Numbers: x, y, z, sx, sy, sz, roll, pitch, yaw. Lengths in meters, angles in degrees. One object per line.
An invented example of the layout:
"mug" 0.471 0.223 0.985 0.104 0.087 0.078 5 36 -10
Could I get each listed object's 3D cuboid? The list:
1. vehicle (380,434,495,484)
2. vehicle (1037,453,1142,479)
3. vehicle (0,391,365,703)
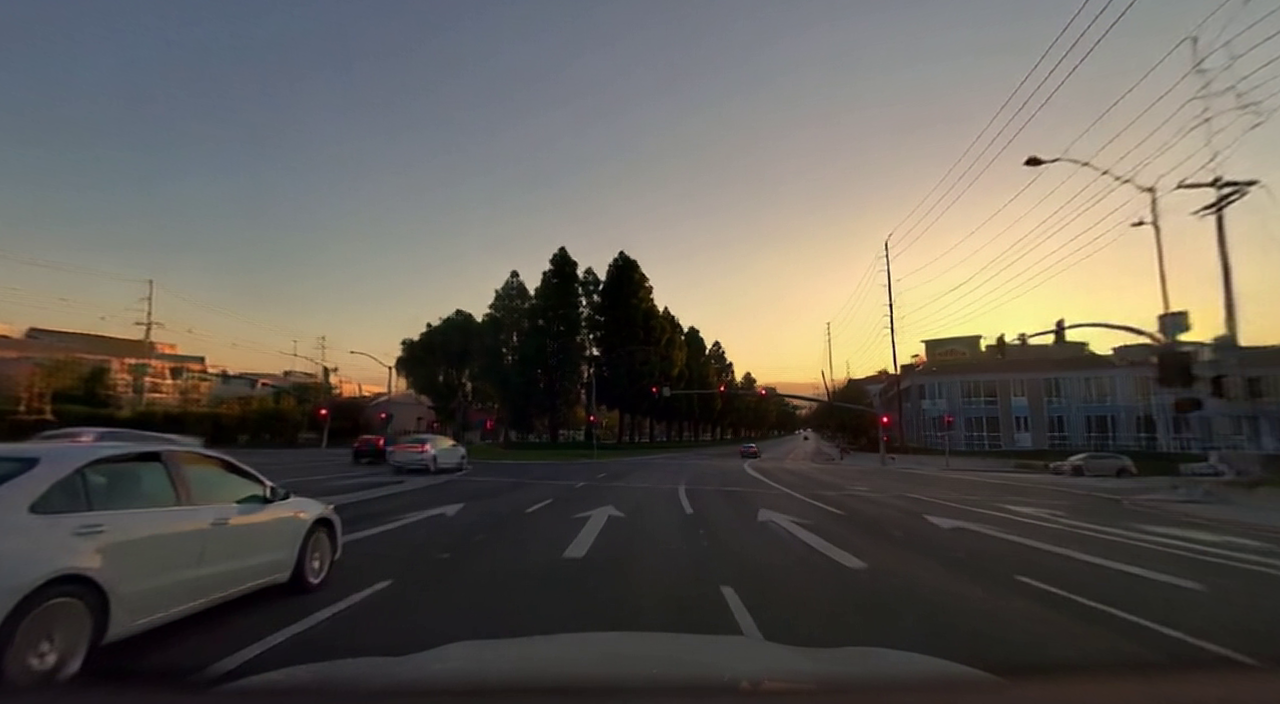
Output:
"vehicle" -6.720 3.612 21.635 2.016 1.501 4.903 -1 -9 4
"vehicle" 26.854 6.825 37.895 4.636 1.433 1.930 -2 -9 12
"vehicle" -3.453 1.038 3.443 1.934 1.463 4.220 0 -9 1
